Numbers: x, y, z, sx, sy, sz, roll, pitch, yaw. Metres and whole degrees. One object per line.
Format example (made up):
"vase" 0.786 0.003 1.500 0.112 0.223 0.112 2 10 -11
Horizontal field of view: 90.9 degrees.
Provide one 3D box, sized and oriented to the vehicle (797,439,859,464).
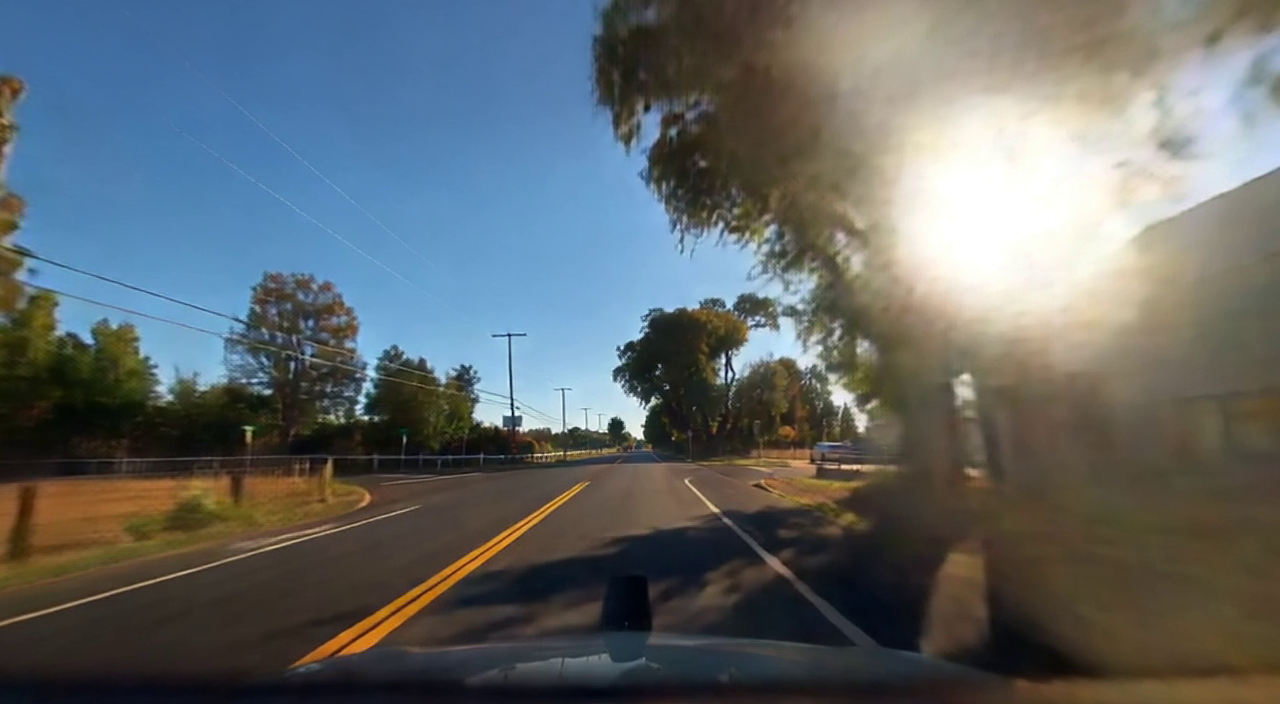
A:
"vehicle" 14.591 7.780 49.226 2.037 1.829 4.919 3 -9 -20
